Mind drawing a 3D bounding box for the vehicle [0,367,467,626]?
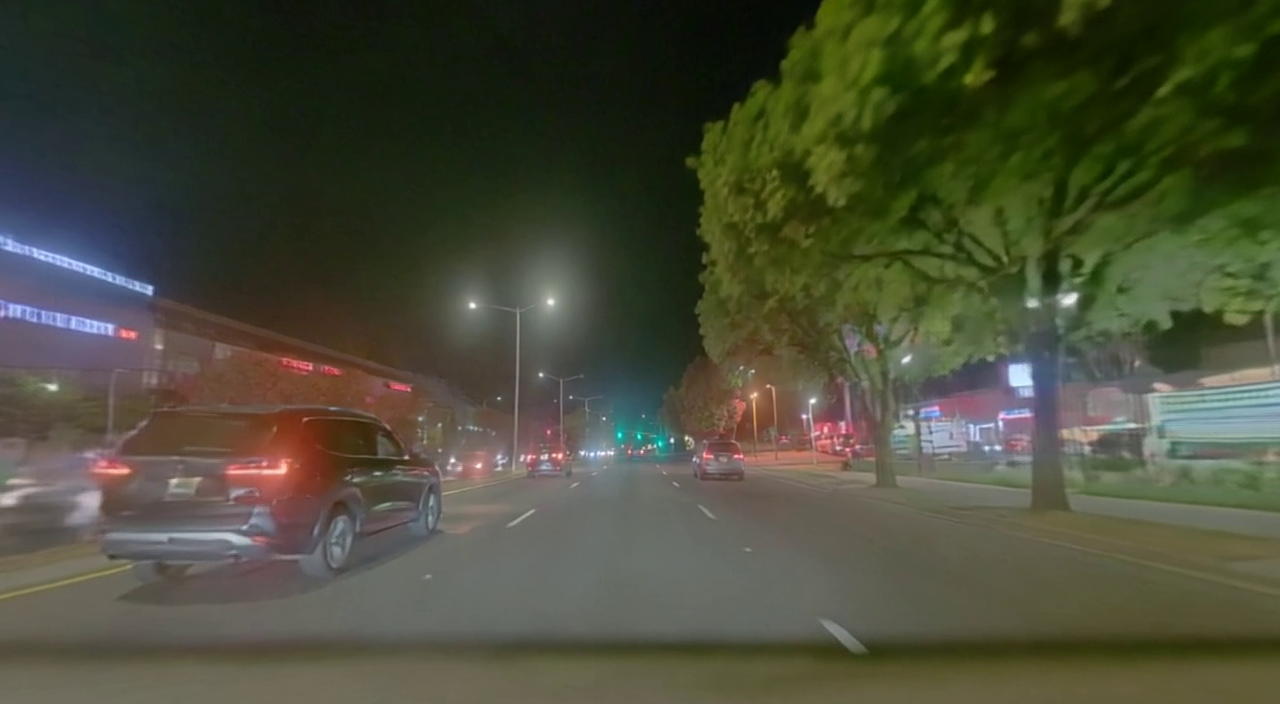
[{"bbox_3d":[-3.769,1.432,7.168,2.210,1.925,4.838,0,-9,0],"label":"vehicle"}]

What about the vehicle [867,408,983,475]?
[{"bbox_3d":[15.704,5.103,35.467,2.642,3.252,8.515,0,-9,1],"label":"vehicle"}]

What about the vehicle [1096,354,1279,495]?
[{"bbox_3d":[15.758,1.988,15.791,2.919,3.125,7.218,2,-11,-1],"label":"vehicle"}]

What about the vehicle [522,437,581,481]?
[{"bbox_3d":[-3.829,4.723,27.927,2.014,1.775,4.404,0,-9,0],"label":"vehicle"}]

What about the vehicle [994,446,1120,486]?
[{"bbox_3d":[16.669,4.502,25.069,4.701,1.470,1.985,4,-10,-27],"label":"vehicle"}]

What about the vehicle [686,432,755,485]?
[{"bbox_3d":[3.082,4.193,24.950,2.024,1.921,4.431,0,-9,-2],"label":"vehicle"}]
